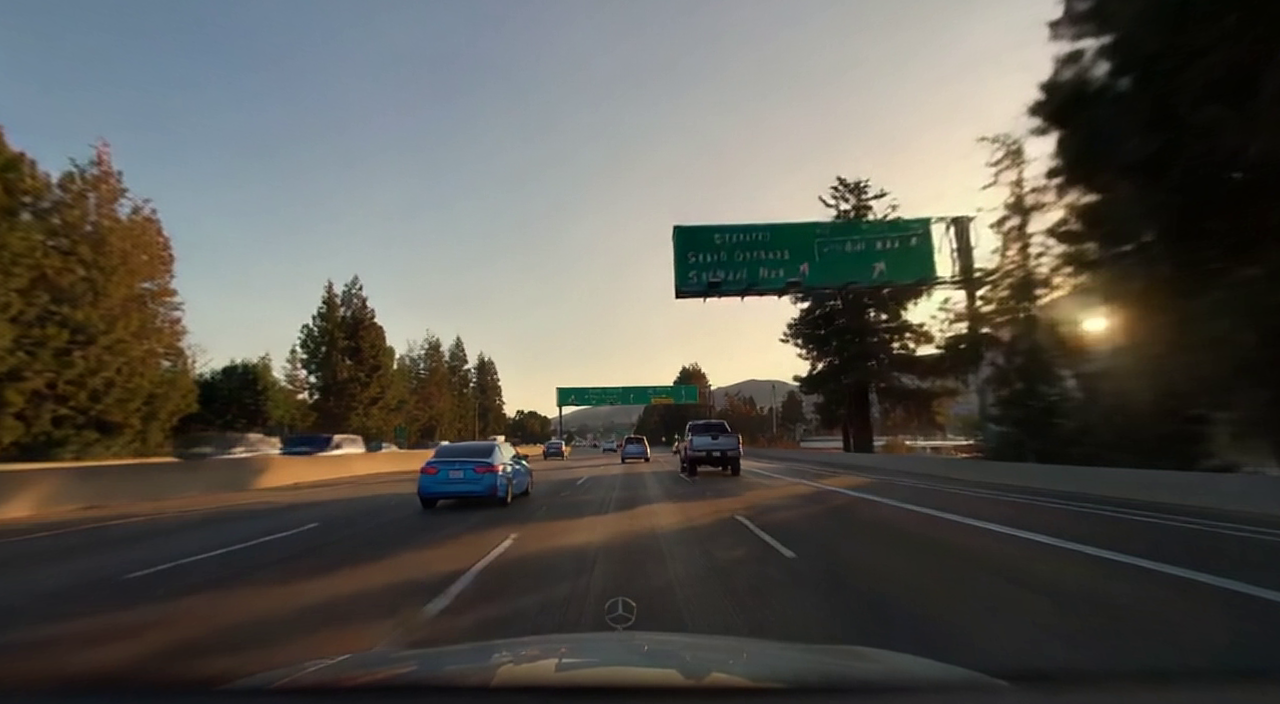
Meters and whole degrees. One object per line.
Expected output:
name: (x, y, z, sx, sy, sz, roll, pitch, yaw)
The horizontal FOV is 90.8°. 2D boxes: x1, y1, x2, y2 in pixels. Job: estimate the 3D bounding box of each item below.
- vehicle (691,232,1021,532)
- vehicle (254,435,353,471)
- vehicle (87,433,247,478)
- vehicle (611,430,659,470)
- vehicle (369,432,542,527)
vehicle: (3.467, 1.448, 16.072, 2.876, 4.086, 15.117, 0, -9, -1)
vehicle: (-16.865, 5.103, 32.047, 2.137, 1.629, 5.334, 0, -9, 0)
vehicle: (-20.108, 4.434, 27.383, 2.356, 1.717, 6.037, 0, -9, -1)
vehicle: (-0.259, 4.827, 31.304, 2.203, 1.805, 4.358, 0, -9, 0)
vehicle: (-3.141, 2.264, 11.863, 1.864, 1.406, 4.544, 0, -9, 0)
